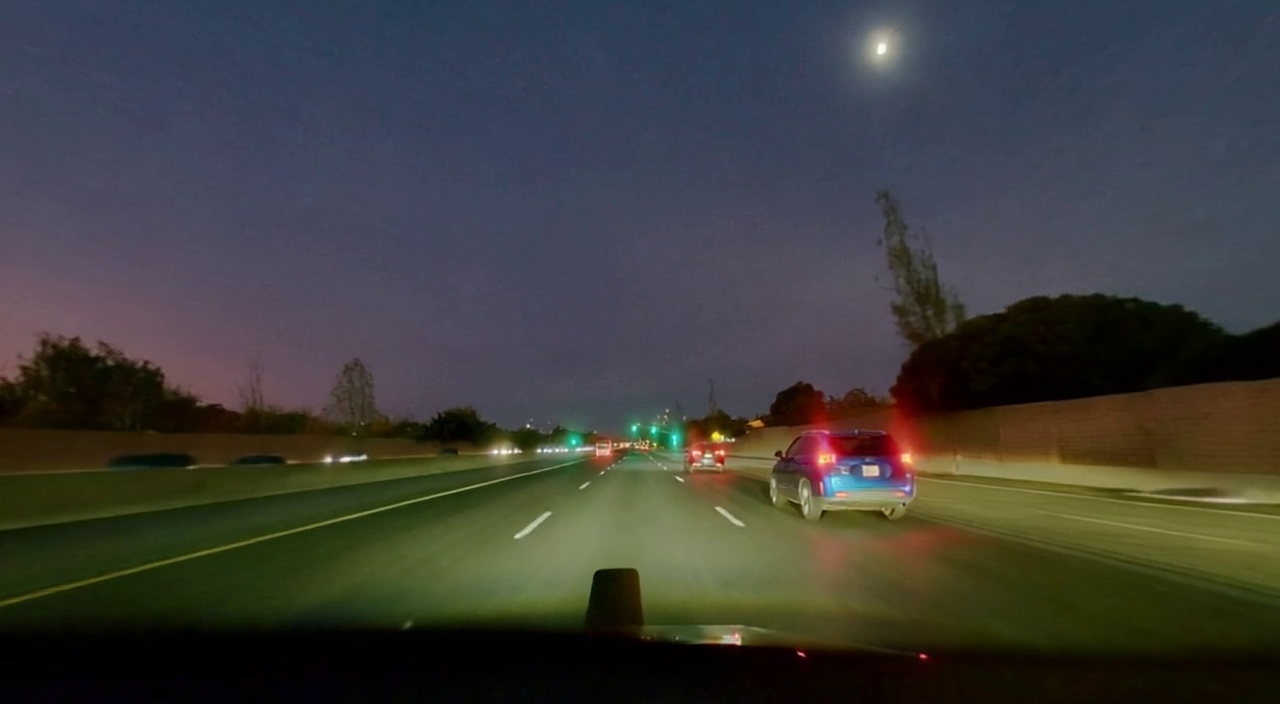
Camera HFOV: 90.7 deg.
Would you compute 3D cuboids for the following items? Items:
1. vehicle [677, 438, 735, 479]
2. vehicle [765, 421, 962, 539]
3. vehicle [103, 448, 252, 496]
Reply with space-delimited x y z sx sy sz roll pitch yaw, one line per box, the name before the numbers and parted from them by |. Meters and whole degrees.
vehicle | 2.929 4.829 28.903 2.045 1.688 4.313 0 -9 -2
vehicle | 3.651 2.164 11.315 1.910 1.696 4.187 0 -8 -1
vehicle | -15.841 4.098 22.036 1.838 1.488 4.436 0 -9 0
